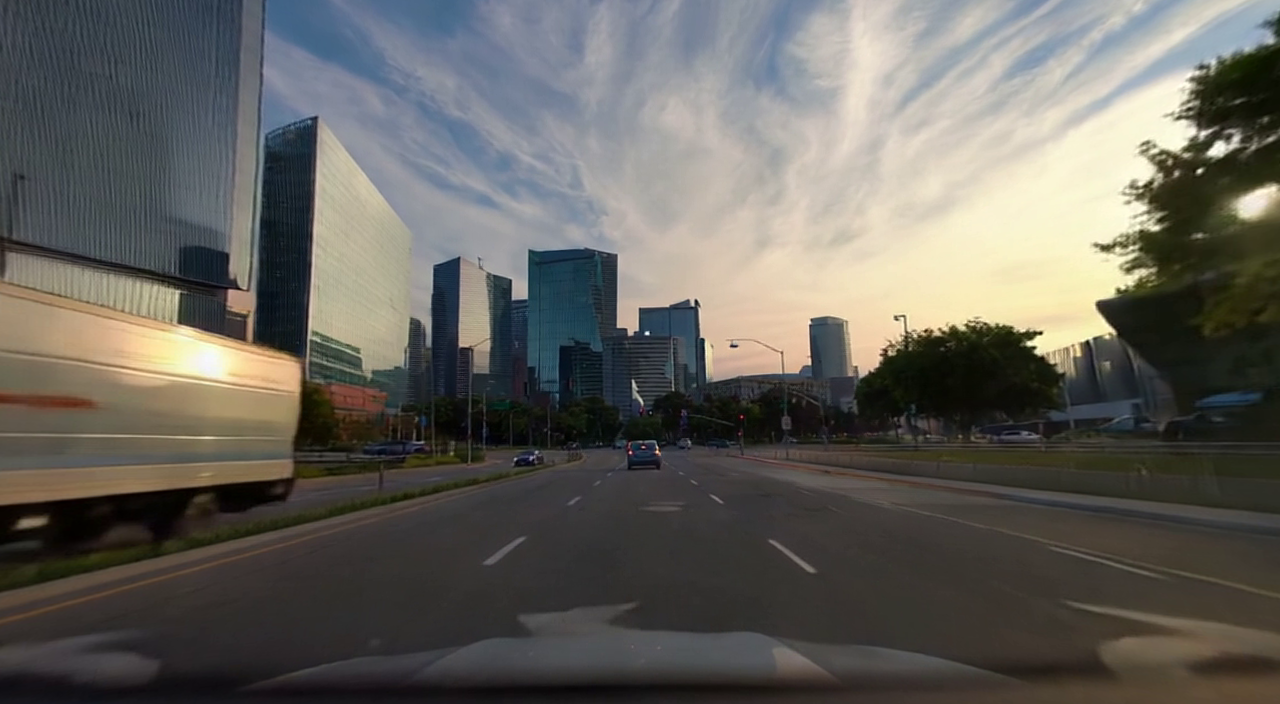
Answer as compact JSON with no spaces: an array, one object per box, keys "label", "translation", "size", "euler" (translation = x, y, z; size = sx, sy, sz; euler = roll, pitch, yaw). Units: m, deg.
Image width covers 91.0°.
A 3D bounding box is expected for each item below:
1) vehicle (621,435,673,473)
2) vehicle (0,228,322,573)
[{"label":"vehicle","translation":[0.330,5.487,33.906],"size":[2.601,1.878,4.535],"euler":[0,-9,0]},{"label":"vehicle","translation":[-8.890,0.779,8.651],"size":[3.065,3.928,11.252],"euler":[0,-9,0]}]
